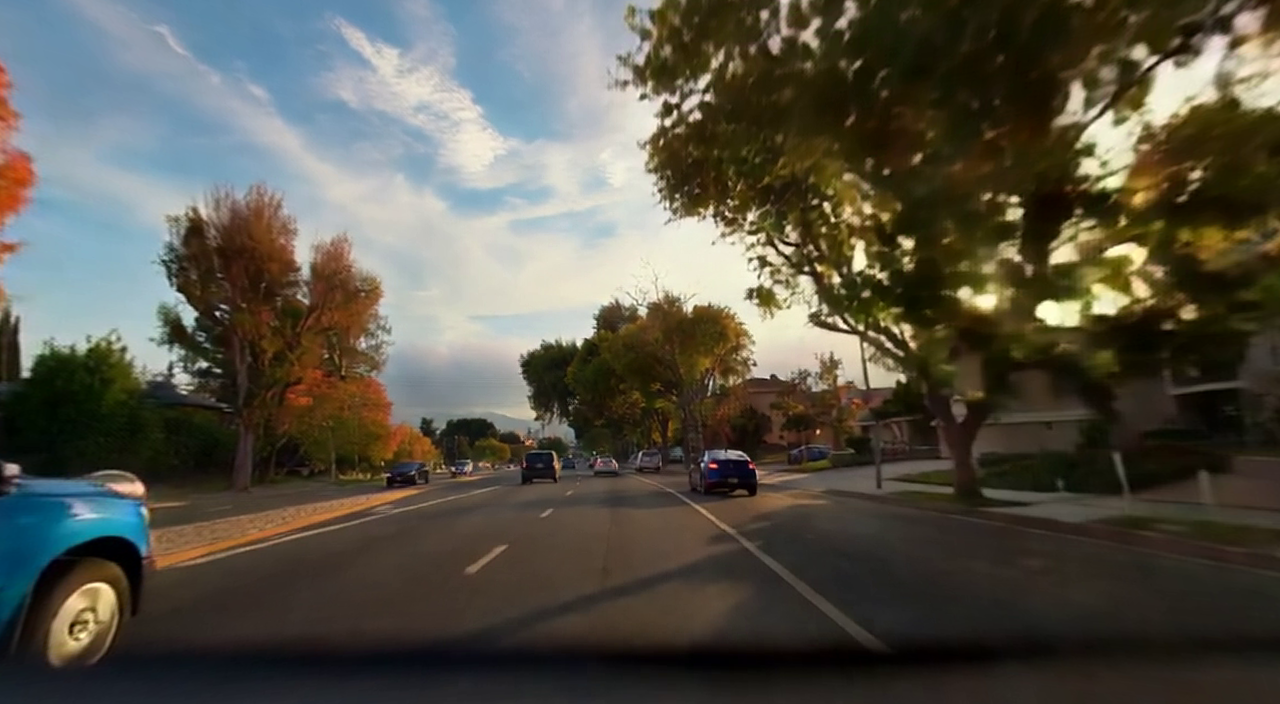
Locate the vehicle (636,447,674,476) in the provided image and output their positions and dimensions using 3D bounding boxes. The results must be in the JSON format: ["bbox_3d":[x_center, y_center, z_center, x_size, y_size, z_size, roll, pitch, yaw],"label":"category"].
[{"bbox_3d":[0.973,7.498,43.396,2.099,1.845,4.363,1,-9,-6],"label":"vehicle"}]

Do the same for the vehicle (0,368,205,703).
[{"bbox_3d":[-4.035,0.765,1.625,2.111,1.745,5.274,0,-8,-1],"label":"vehicle"}]

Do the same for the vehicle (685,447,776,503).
[{"bbox_3d":[2.574,3.619,19.100,1.884,1.463,4.195,0,-8,-4],"label":"vehicle"}]

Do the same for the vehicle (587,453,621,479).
[{"bbox_3d":[-2.403,7.386,41.214,2.030,1.477,4.330,1,-8,-5],"label":"vehicle"}]

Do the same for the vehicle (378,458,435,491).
[{"bbox_3d":[-13.565,7.109,36.991,2.017,1.691,4.351,0,-8,-5],"label":"vehicle"}]

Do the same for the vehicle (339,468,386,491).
[{"bbox_3d":[-21.866,10.050,49.935,1.951,1.480,4.691,0,-8,-5],"label":"vehicle"}]

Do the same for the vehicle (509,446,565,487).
[{"bbox_3d":[-4.880,5.481,30.623,2.218,1.829,4.492,0,-8,-3],"label":"vehicle"}]
